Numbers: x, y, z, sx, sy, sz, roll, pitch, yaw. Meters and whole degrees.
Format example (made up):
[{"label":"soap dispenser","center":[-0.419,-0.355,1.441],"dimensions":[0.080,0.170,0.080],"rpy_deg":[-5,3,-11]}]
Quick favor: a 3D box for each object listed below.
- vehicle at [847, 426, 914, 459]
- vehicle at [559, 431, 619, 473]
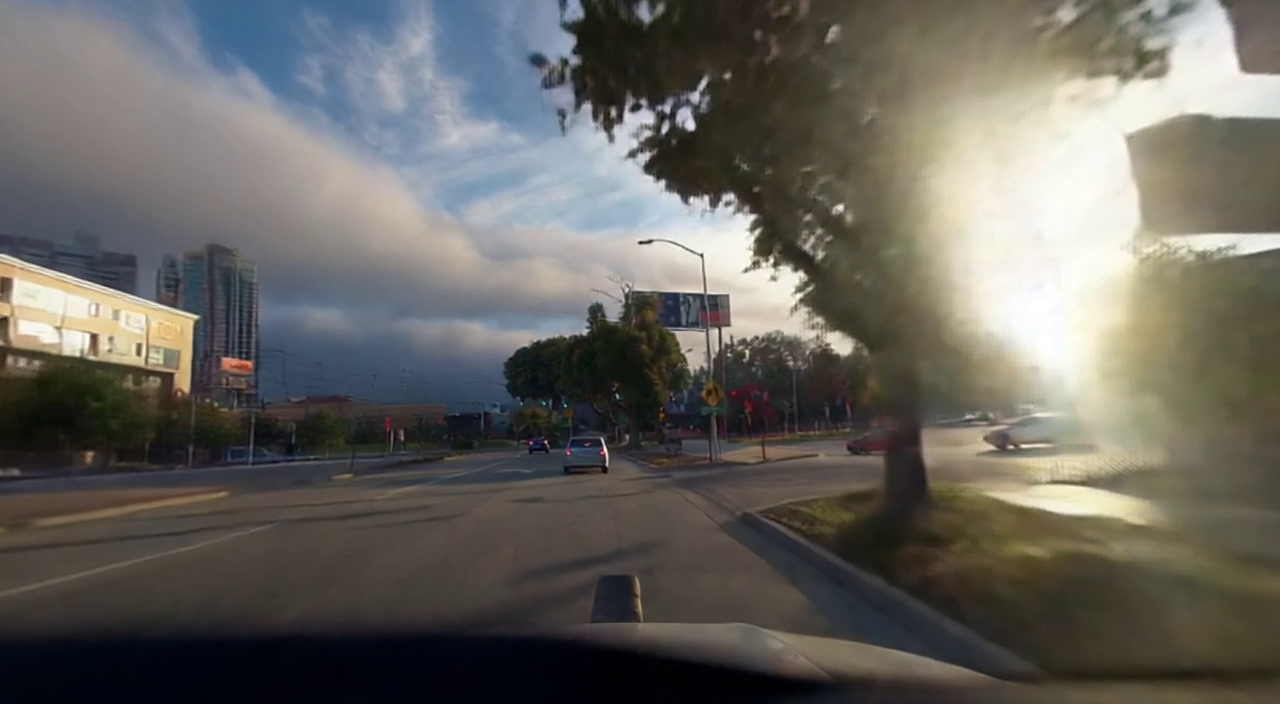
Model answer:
[{"label":"vehicle","center":[16.581,6.323,43.665],"dimensions":[1.932,1.762,4.835],"rpy_deg":[1,-13,-11]},{"label":"vehicle","center":[-2.146,4.047,25.788],"dimensions":[2.231,1.572,4.227],"rpy_deg":[1,-8,-6]}]
